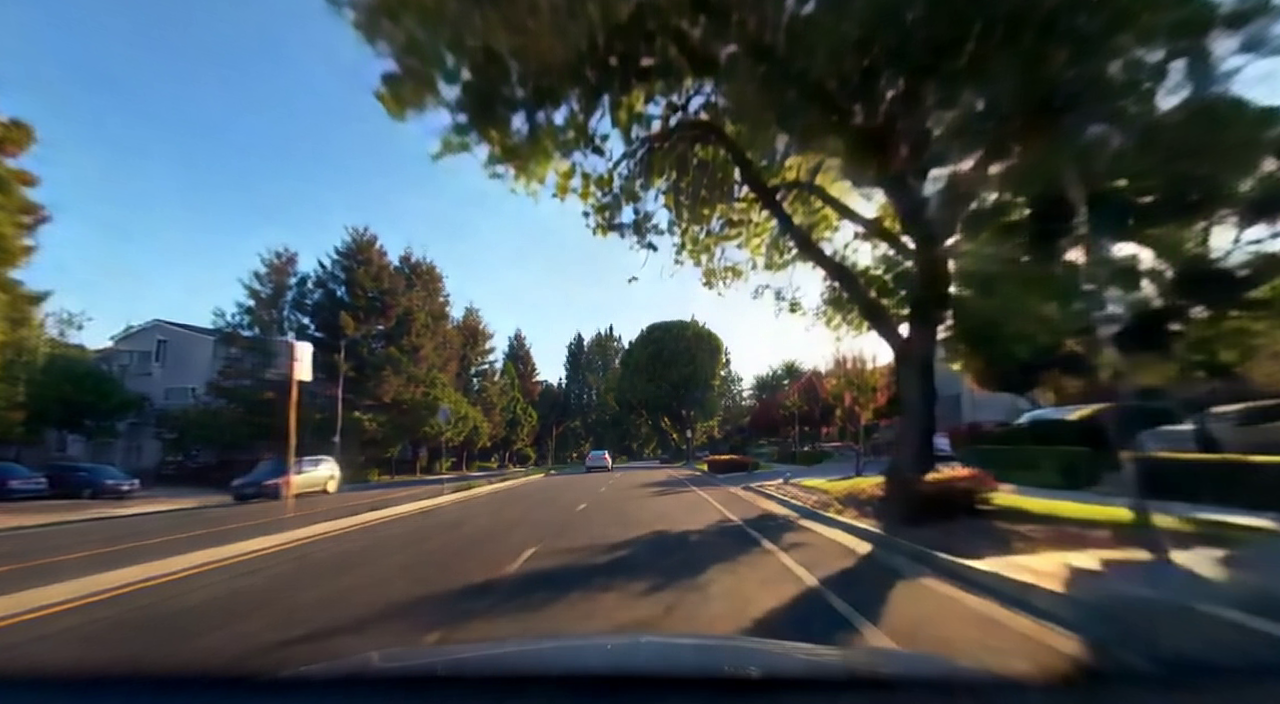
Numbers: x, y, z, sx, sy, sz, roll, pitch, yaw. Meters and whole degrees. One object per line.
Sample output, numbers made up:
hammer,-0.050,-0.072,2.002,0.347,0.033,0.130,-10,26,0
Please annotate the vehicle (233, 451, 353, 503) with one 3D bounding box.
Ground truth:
vehicle,-13.319,4.780,24.594,2.005,1.739,4.563,0,-8,1

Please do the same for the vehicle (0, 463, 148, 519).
vehicle,-19.527,4.606,21.097,4.553,1.681,1.931,-1,-8,4
